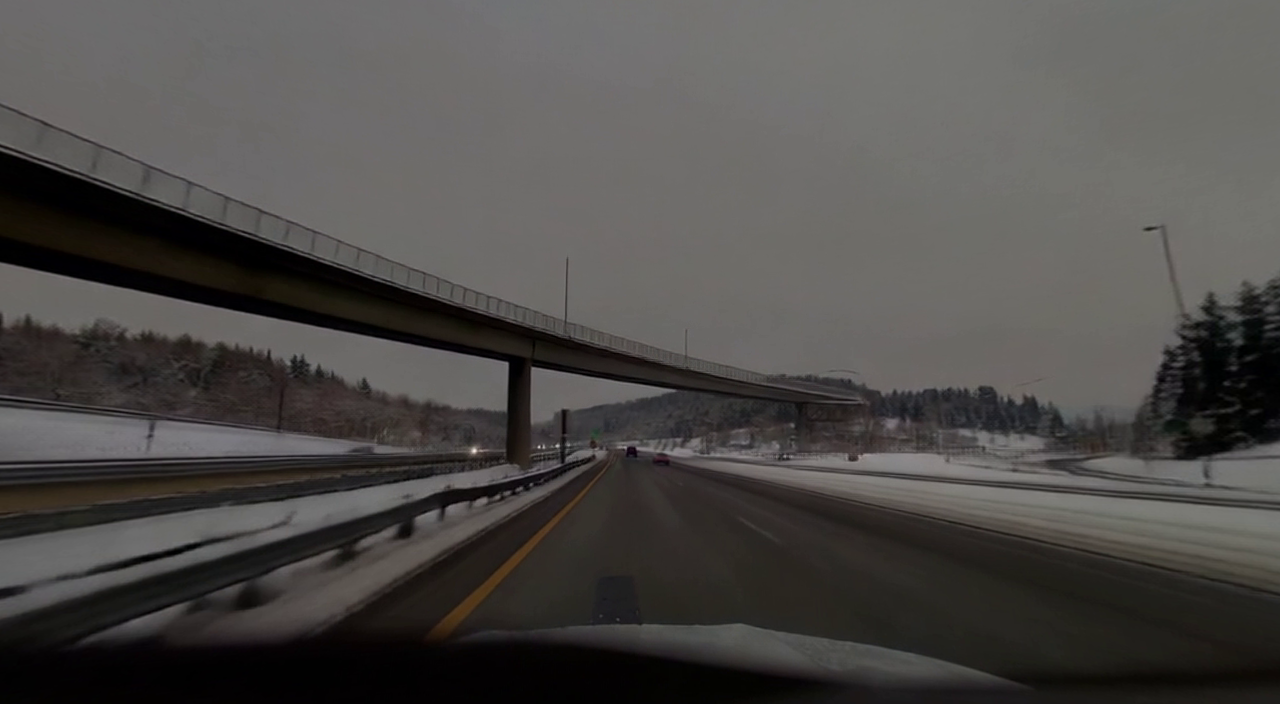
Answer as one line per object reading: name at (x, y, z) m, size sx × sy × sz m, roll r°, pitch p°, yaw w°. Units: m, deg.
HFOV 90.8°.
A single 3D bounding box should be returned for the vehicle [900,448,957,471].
vehicle at (20.103, 7.474, 44.196) m, size 1.885 × 1.510 × 4.372 m, roll 0°, pitch -9°, yaw -1°
